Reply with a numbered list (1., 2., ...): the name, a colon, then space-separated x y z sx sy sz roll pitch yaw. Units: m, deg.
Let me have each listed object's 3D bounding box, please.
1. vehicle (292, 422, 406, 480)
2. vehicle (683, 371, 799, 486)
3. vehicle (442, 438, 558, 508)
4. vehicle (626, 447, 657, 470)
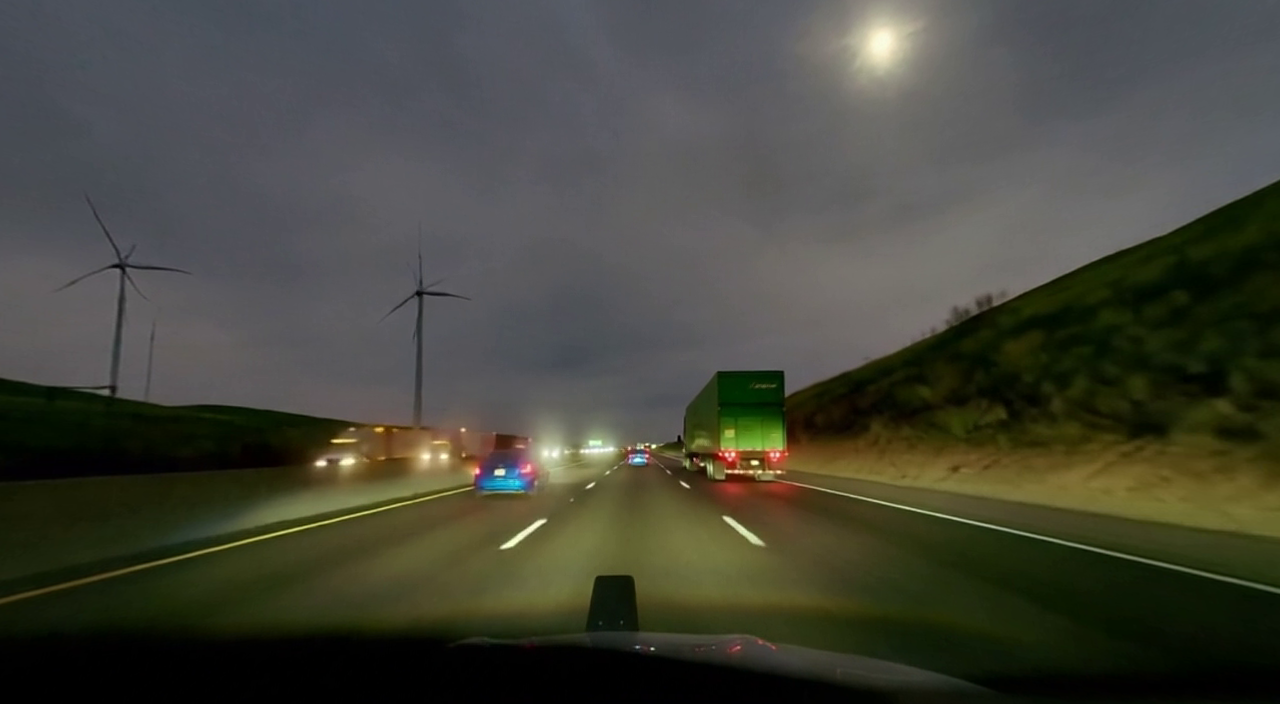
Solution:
1. vehicle: -19.000 6.625 42.155 2.949 3.398 9.439 0 -9 1
2. vehicle: 3.984 3.708 28.946 2.947 3.989 13.568 0 -9 -1
3. vehicle: -3.364 2.993 15.991 1.952 1.521 4.095 0 -9 1
4. vehicle: 0.064 7.040 41.819 1.931 1.453 3.695 0 -9 -1
